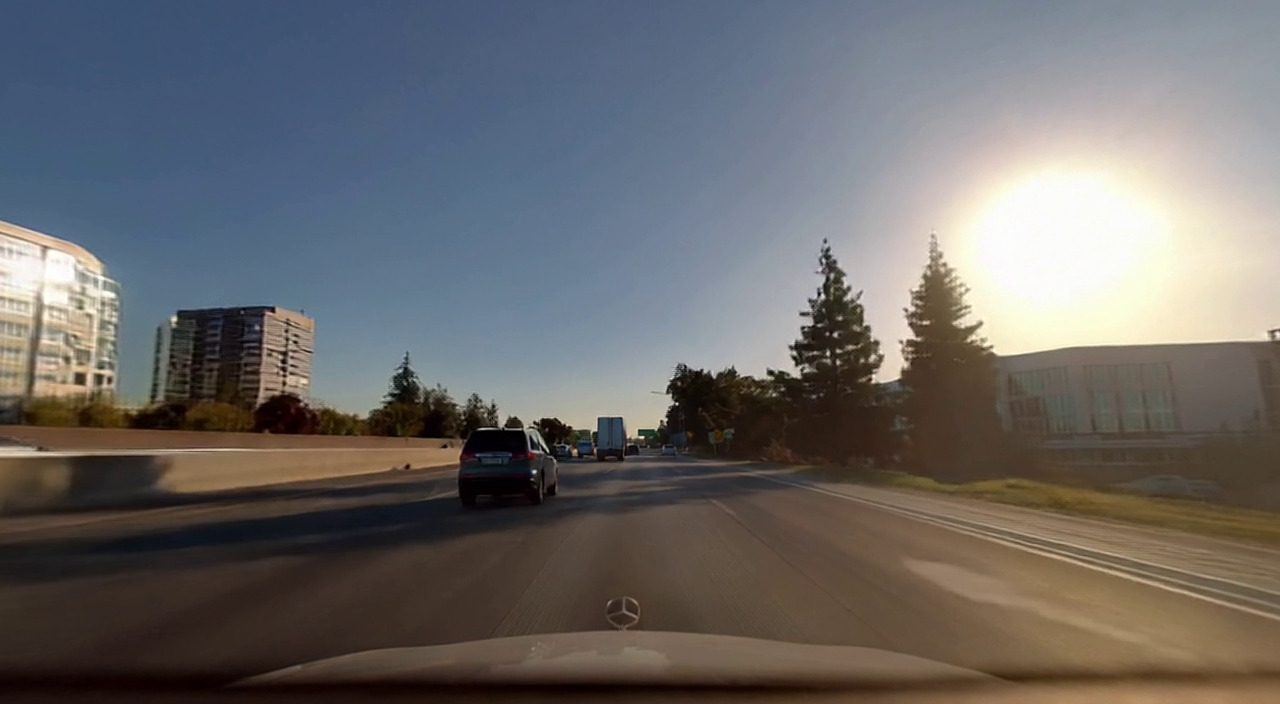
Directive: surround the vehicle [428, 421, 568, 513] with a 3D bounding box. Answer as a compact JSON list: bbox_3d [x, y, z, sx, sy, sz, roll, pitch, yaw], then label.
[{"bbox_3d":[-3.009,2.558,14.419,2.111,1.742,4.315,1,-9,1],"label":"vehicle"}]
